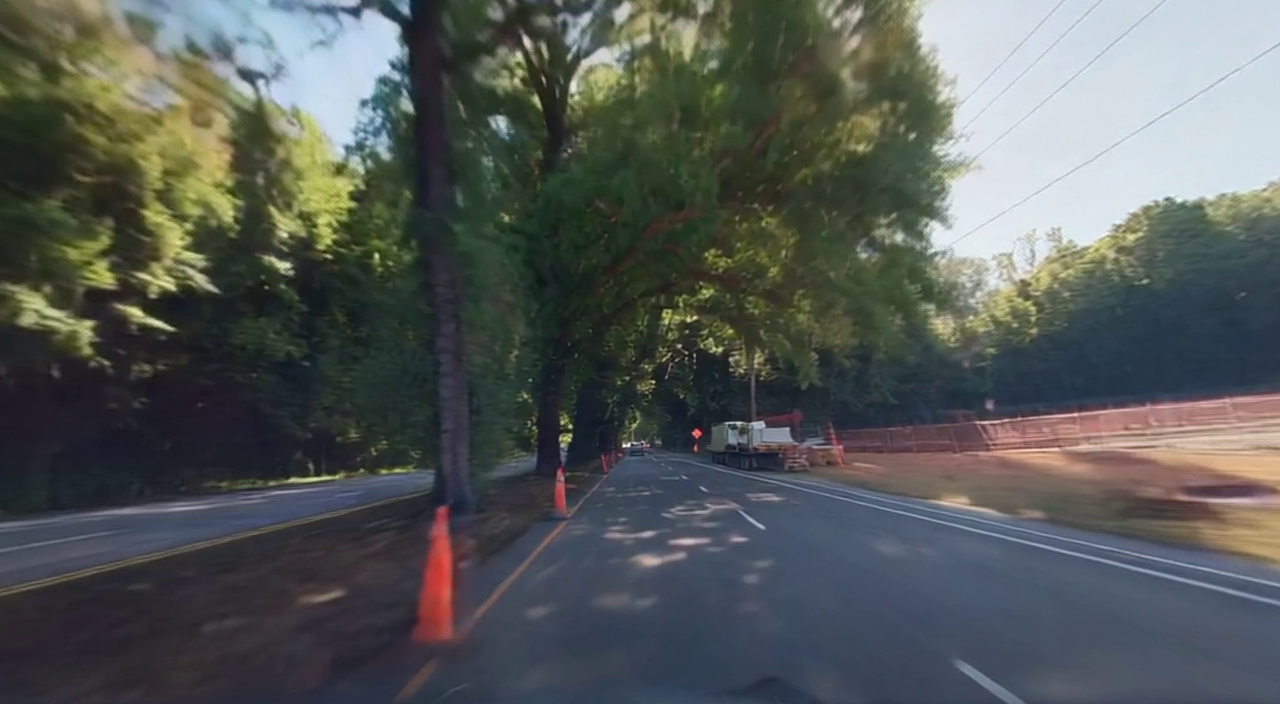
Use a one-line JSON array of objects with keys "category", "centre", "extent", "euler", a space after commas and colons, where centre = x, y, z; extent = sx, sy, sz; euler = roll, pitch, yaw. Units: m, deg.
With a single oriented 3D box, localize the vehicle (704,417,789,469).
[{"category": "vehicle", "centre": [6.312, 5.500, 38.061], "extent": [2.390, 2.899, 4.603], "euler": [6, -10, -35]}]
